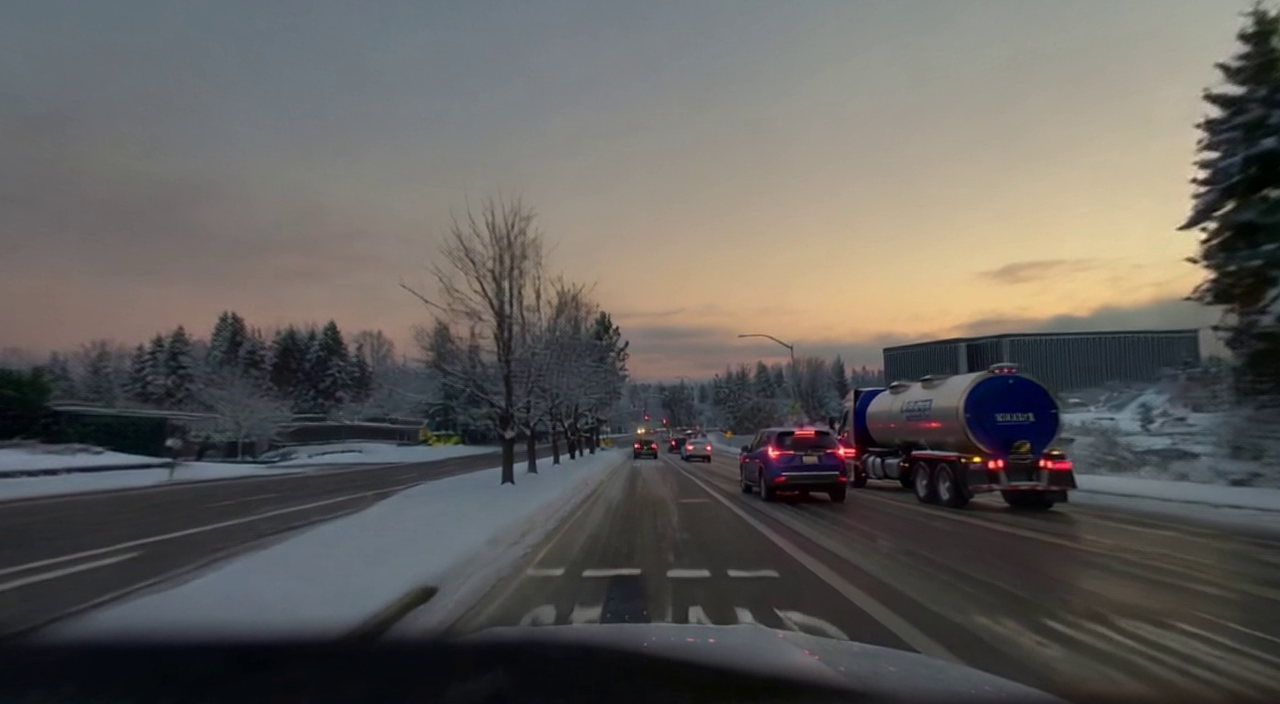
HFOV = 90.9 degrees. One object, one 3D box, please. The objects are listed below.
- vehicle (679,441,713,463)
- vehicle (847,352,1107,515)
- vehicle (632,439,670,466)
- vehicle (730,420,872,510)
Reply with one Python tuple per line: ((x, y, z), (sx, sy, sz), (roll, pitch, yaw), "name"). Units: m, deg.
((3.851, 7.024, 44.247), (1.917, 1.475, 4.081), (0, -9, -1), "vehicle")
((7.761, 2.098, 15.781), (2.849, 3.207, 6.275), (-1, -9, -1), "vehicle")
((0.608, 6.007, 37.589), (2.148, 1.488, 4.002), (-1, -9, 0), "vehicle")
((3.500, 2.581, 14.710), (2.045, 1.729, 4.532), (-1, -9, -1), "vehicle")
